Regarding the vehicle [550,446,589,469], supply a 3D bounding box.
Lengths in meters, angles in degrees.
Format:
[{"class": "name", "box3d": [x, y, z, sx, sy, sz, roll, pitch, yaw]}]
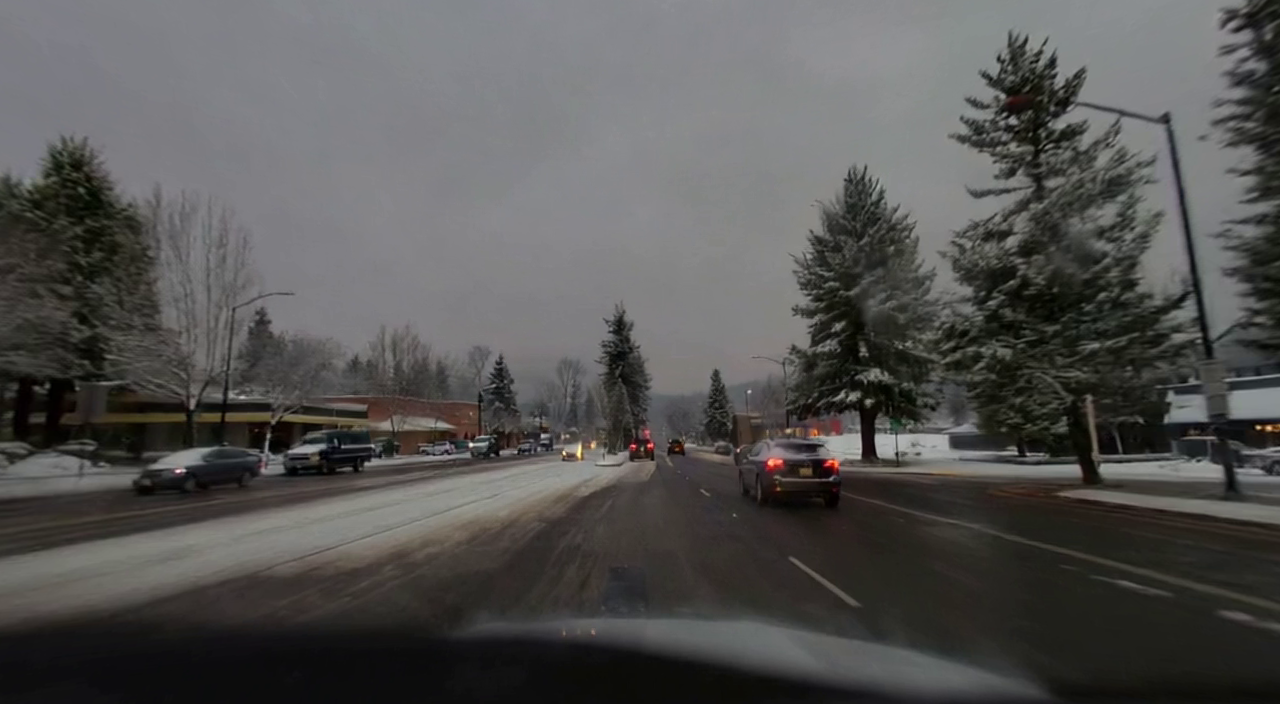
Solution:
[{"class": "vehicle", "box3d": [-4.527, 6.878, 41.356, 2.084, 1.415, 4.580, 0, -8, -1]}]

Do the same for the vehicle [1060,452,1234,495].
[{"class": "vehicle", "box3d": [18.686, 4.478, 23.429, 4.667, 1.452, 2.017, 0, -8, 1]}]

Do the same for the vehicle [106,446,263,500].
[{"class": "vehicle", "box3d": [-15.305, 4.047, 21.557, 1.964, 1.639, 4.428, 0, -8, 1]}]

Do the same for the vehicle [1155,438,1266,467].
[{"class": "vehicle", "box3d": [34.736, 6.133, 38.505, 4.618, 1.667, 1.955, -1, -8, 5]}]

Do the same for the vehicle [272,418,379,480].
[{"class": "vehicle", "box3d": [-18.753, 5.827, 38.142, 2.783, 3.367, 6.723, 0, -8, 1]}]

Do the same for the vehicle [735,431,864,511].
[{"class": "vehicle", "box3d": [3.652, 2.799, 15.253, 2.072, 1.669, 3.836, 0, -8, -1]}]
